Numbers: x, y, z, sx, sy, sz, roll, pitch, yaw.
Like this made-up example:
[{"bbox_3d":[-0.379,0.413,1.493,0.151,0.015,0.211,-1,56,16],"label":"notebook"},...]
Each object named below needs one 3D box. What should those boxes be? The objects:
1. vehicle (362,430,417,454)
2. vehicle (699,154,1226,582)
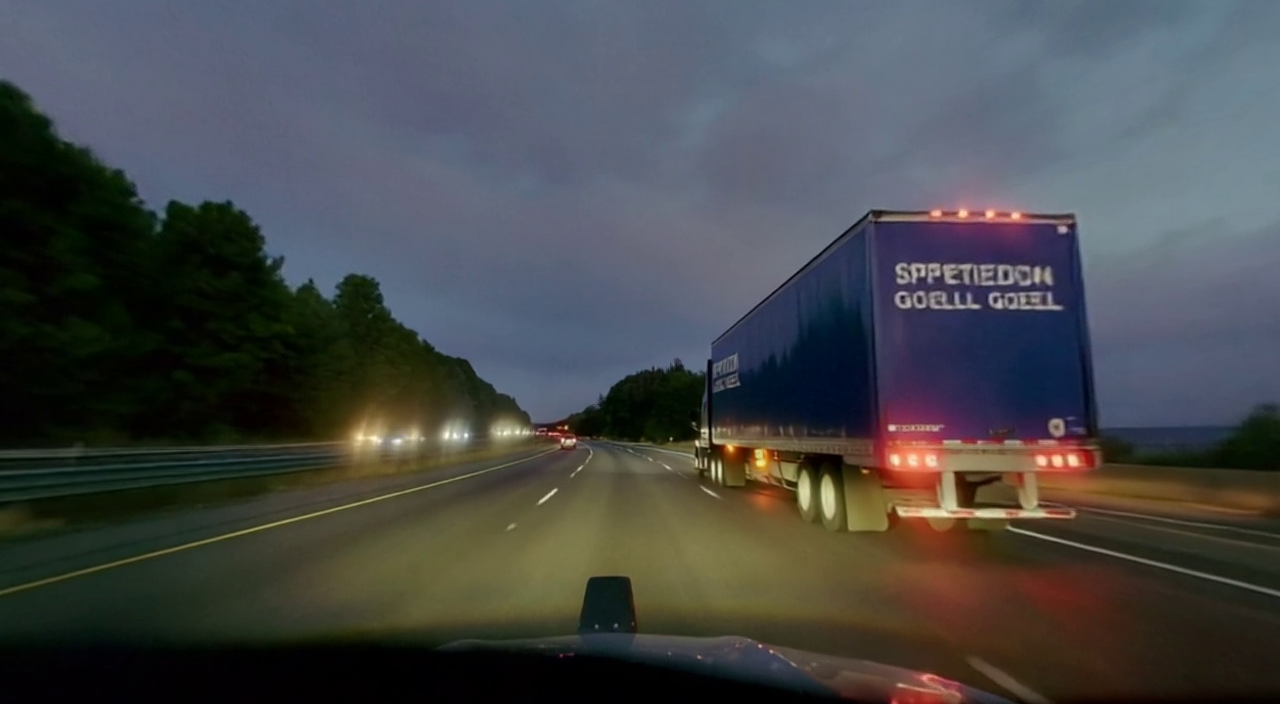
[{"bbox_3d":[-16.307,5.892,41.232,1.915,1.481,4.479,0,-8,-2],"label":"vehicle"},{"bbox_3d":[3.640,1.019,13.059,2.910,4.051,14.278,0,-8,-2],"label":"vehicle"}]
